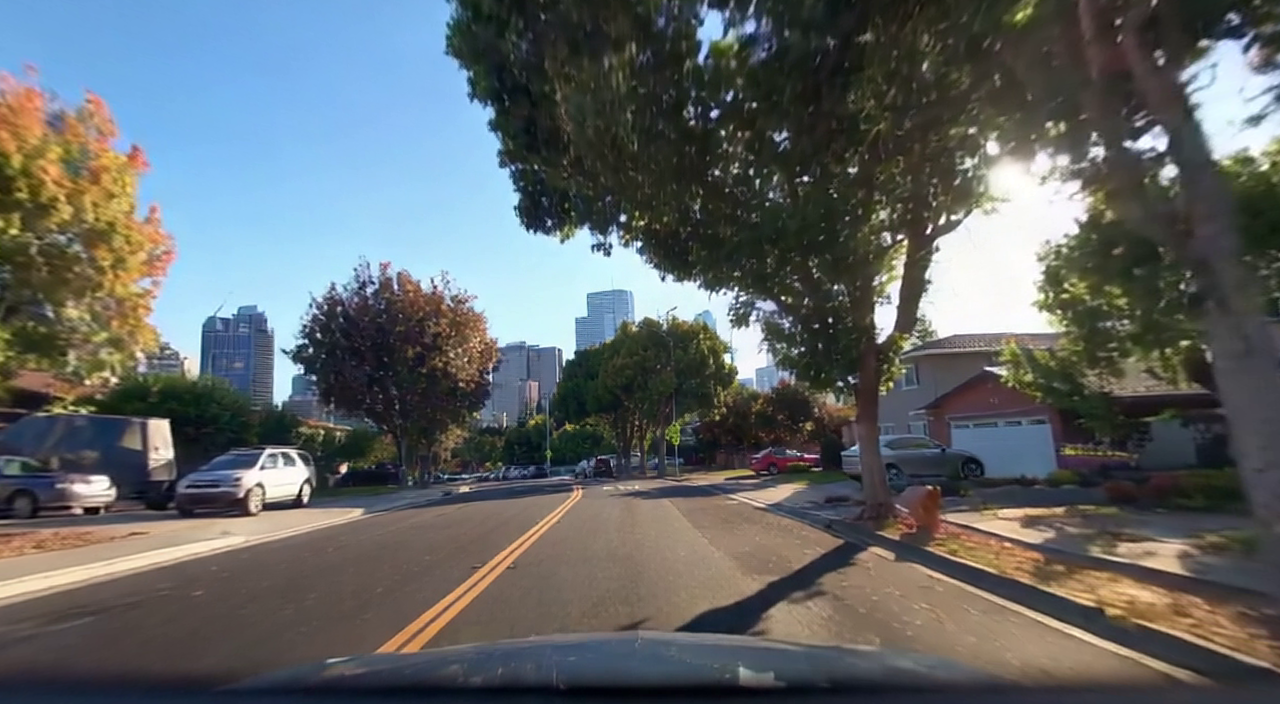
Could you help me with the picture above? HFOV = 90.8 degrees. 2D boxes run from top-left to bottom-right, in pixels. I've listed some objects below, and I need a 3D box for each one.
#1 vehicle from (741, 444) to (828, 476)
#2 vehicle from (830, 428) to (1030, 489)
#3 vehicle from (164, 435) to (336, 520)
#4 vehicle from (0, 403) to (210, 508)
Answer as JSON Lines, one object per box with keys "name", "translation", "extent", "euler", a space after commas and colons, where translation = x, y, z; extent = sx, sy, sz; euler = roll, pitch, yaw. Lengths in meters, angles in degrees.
{"name": "vehicle", "translation": [8.065, 6.023, 35.381], "extent": [4.284, 1.522, 1.893], "euler": [0, -8, -19]}
{"name": "vehicle", "translation": [9.266, 3.363, 20.238], "extent": [5.751, 1.733, 2.138], "euler": [2, -9, -17]}
{"name": "vehicle", "translation": [-10.283, 3.292, 17.221], "extent": [2.073, 1.899, 4.869], "euler": [0, -9, -7]}
{"name": "vehicle", "translation": [-14.171, 2.484, 15.204], "extent": [5.662, 2.292, 2.422], "euler": [1, -10, -14]}
